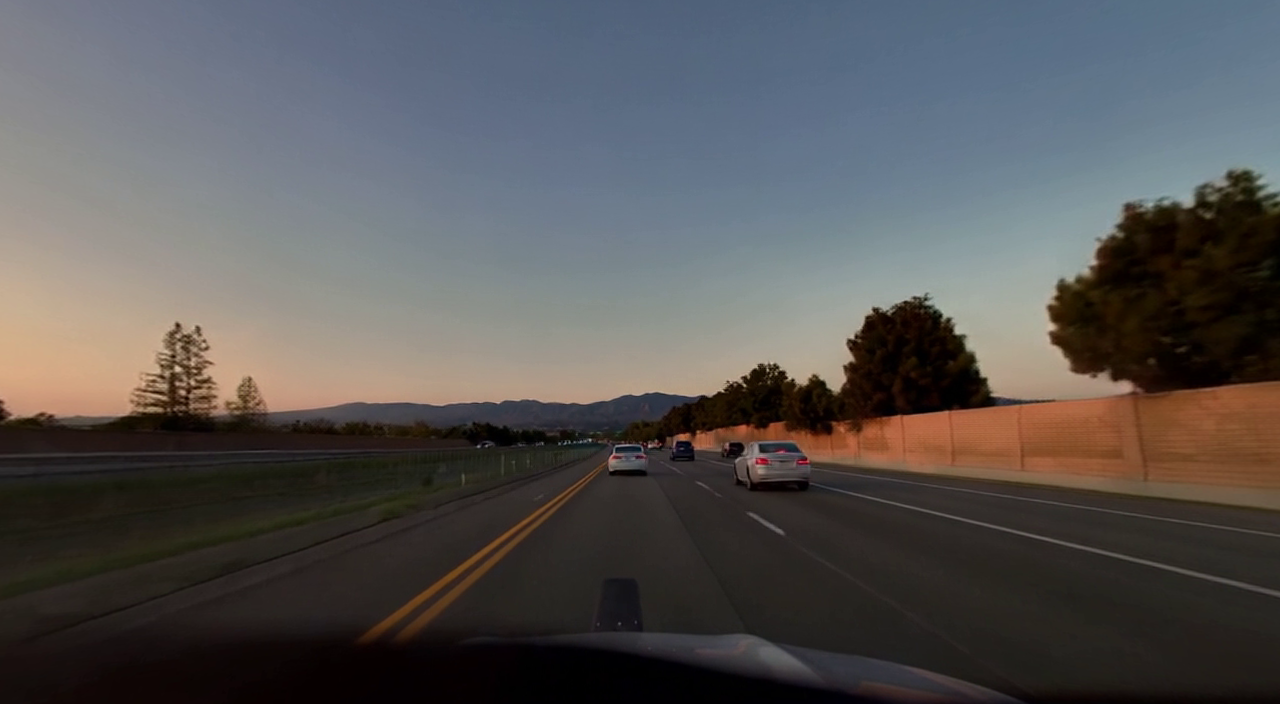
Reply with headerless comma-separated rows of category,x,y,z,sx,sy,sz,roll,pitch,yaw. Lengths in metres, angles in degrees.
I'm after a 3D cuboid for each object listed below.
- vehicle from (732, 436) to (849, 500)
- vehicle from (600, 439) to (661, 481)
vehicle,3.796,3.007,16.725,1.957,1.447,4.241,0,-8,-1
vehicle,-0.333,4.014,23.618,2.085,1.449,3.860,0,-8,0
